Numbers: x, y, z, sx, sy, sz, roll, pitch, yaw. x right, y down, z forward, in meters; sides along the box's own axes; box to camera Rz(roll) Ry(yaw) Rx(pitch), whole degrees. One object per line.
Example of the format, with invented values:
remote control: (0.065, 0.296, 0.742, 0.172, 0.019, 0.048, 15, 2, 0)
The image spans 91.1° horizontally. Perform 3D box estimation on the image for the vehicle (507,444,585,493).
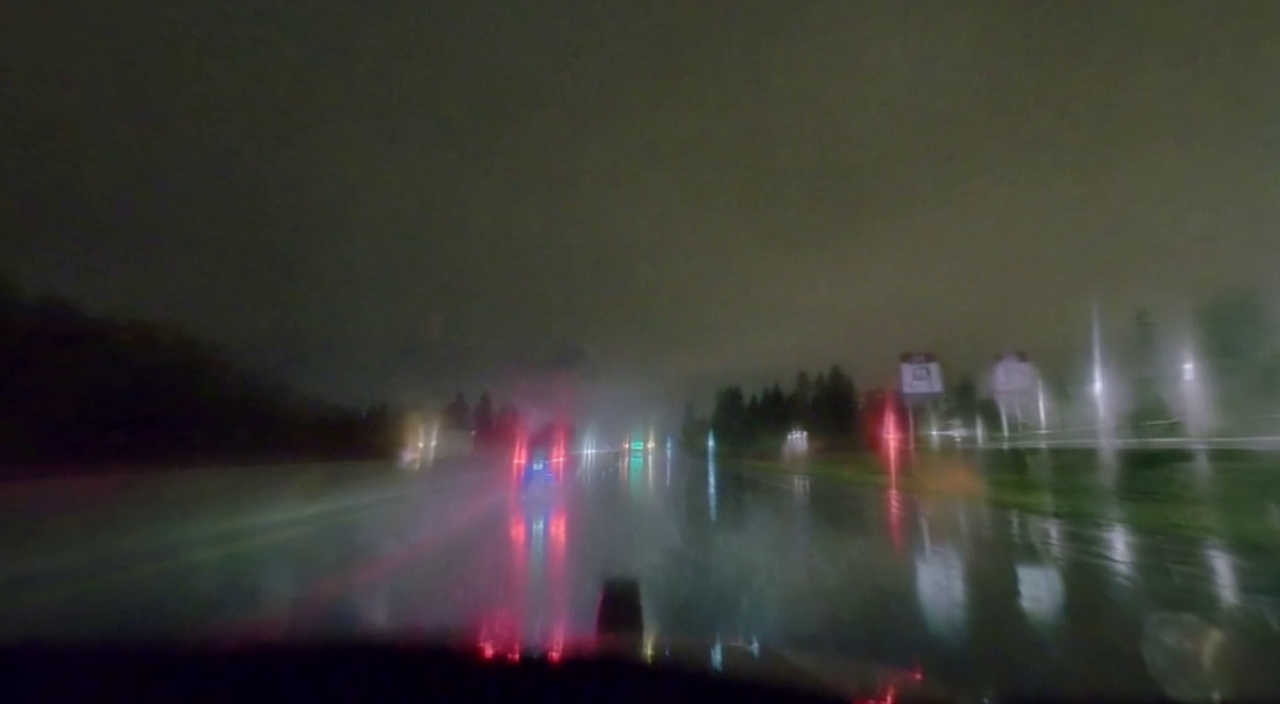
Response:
vehicle: (-3.267, 4.161, 22.810, 2.069, 1.573, 4.589, 0, -9, 1)
